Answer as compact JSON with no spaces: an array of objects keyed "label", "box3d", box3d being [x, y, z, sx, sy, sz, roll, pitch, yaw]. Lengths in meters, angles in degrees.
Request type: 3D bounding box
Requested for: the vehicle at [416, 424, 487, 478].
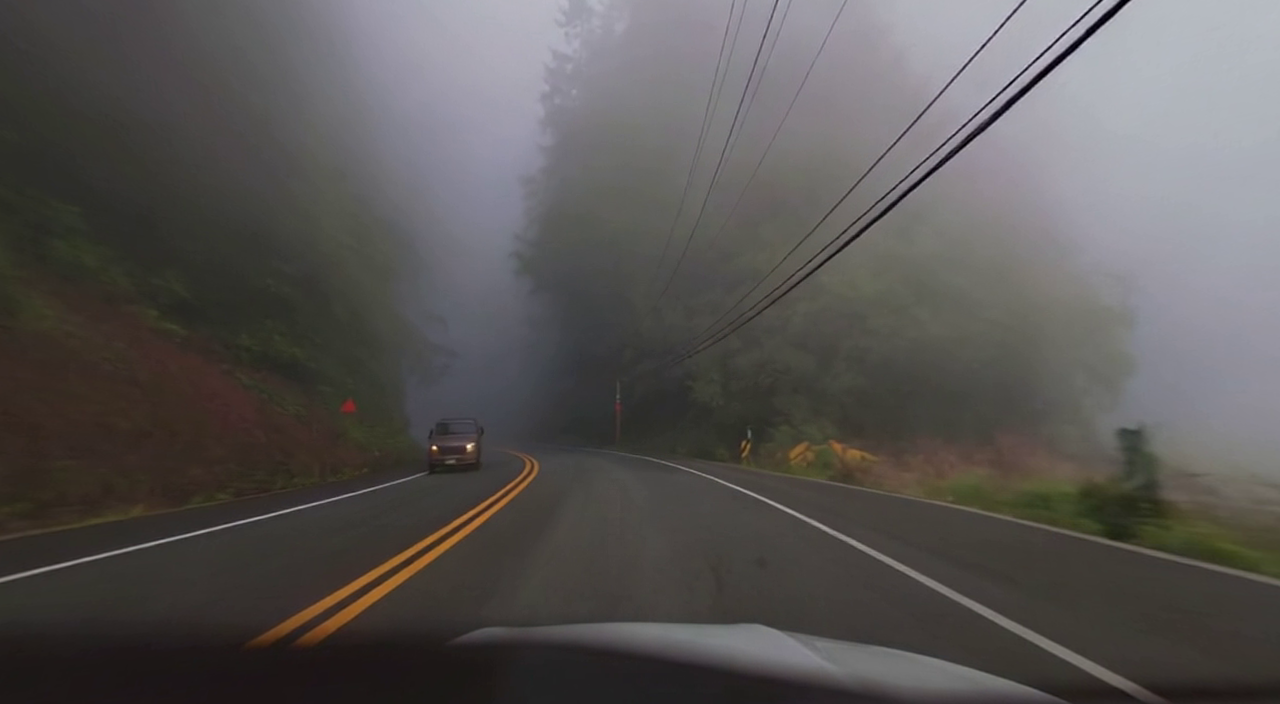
[{"label":"vehicle","box3d":[-7.681,4.069,26.168,2.151,2.036,4.267,1,-9,-8]}]
